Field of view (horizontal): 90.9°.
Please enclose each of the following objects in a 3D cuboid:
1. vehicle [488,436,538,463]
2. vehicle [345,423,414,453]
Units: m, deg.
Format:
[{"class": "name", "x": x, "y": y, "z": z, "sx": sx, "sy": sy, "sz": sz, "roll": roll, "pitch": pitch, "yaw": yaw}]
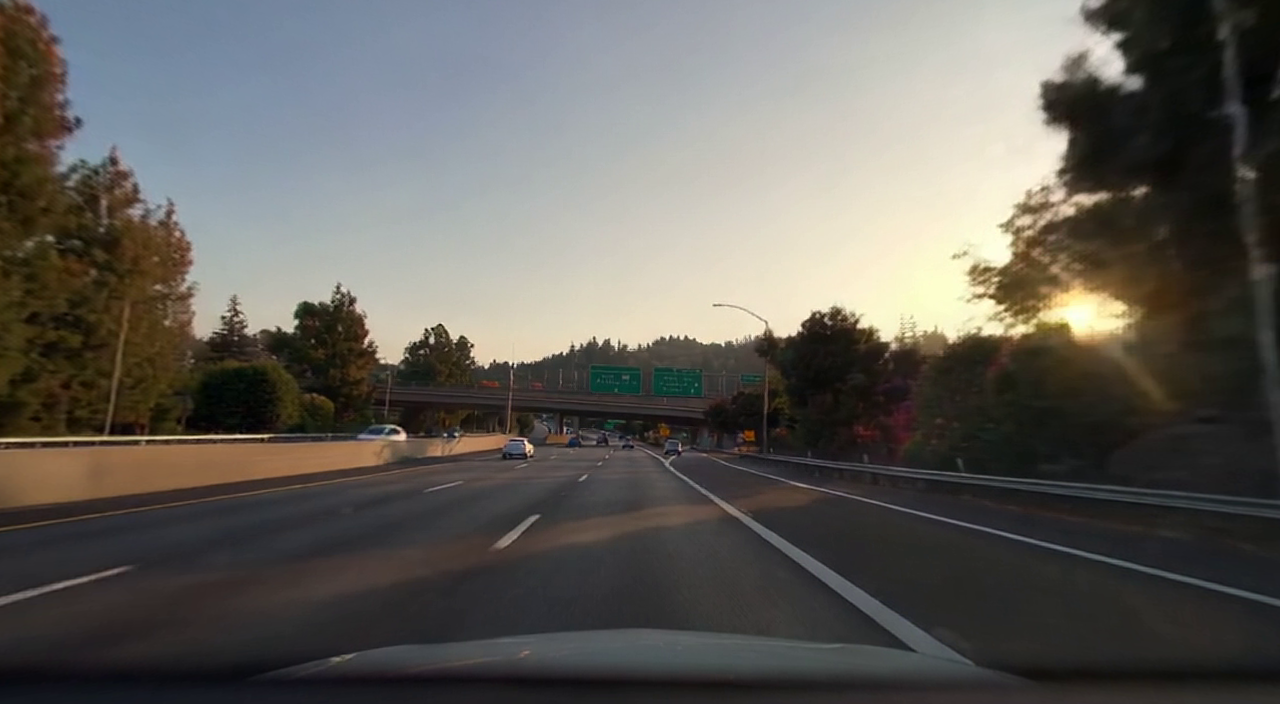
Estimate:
[{"class": "vehicle", "x": -7.513, "y": 5.839, "z": 37.813, "sx": 2.025, "sy": 1.494, "sz": 4.495, "roll": 0, "pitch": -8, "yaw": 0}, {"class": "vehicle", "x": -18.123, "y": 6.069, "z": 44.241, "sx": 2.260, "sy": 1.902, "sz": 5.848, "roll": 0, "pitch": -8, "yaw": 1}]
